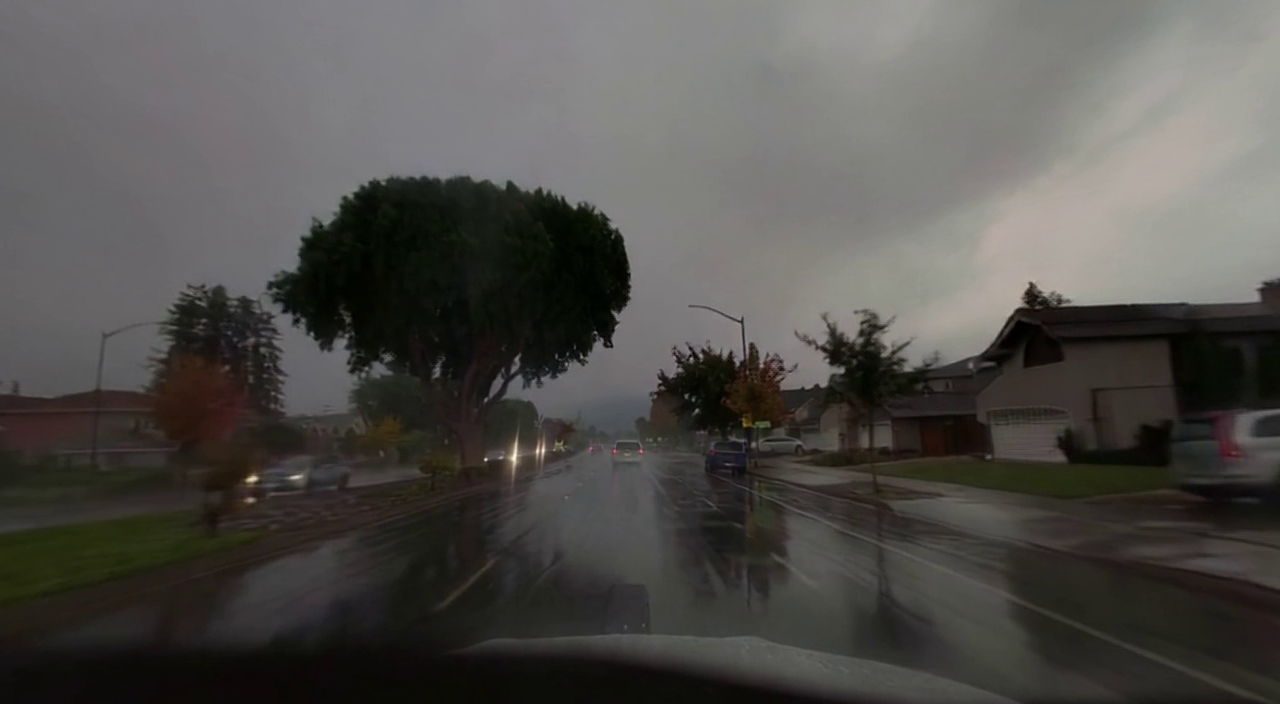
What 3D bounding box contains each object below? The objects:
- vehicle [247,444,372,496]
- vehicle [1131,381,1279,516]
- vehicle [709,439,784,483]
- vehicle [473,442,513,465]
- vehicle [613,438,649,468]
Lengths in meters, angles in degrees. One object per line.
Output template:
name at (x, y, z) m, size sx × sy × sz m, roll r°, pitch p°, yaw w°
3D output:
vehicle at (-11.664, 4.153, 22.649) m, size 2.065 × 1.644 × 4.412 m, roll -1°, pitch -8°, yaw 0°
vehicle at (11.553, 1.464, 9.761) m, size 5.876 × 1.828 × 2.268 m, roll 0°, pitch -8°, yaw 1°
vehicle at (4.003, 4.164, 24.490) m, size 2.045 × 1.517 × 4.394 m, roll 0°, pitch -8°, yaw -1°
vehicle at (-11.372, 7.879, 48.973) m, size 2.007 × 1.689 × 4.541 m, roll 0°, pitch -8°, yaw 0°
vehicle at (-0.575, 5.928, 37.281) m, size 2.024 × 1.655 × 4.301 m, roll 0°, pitch -8°, yaw -2°
